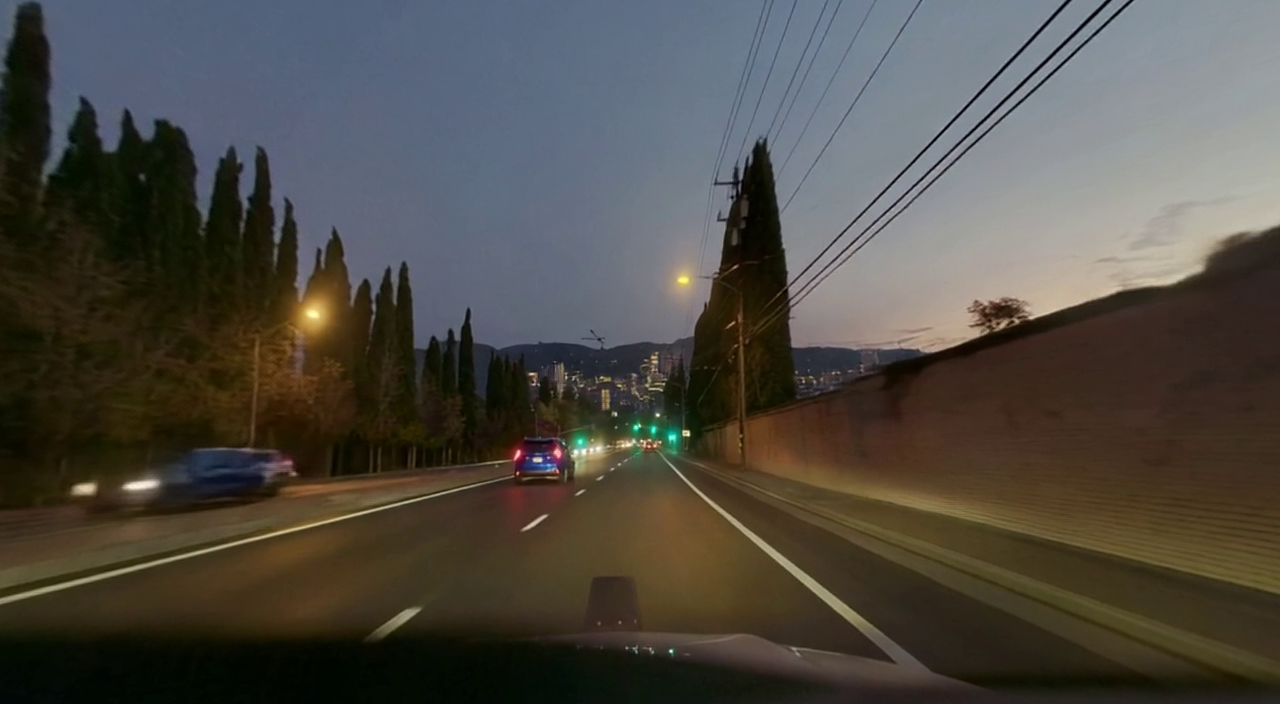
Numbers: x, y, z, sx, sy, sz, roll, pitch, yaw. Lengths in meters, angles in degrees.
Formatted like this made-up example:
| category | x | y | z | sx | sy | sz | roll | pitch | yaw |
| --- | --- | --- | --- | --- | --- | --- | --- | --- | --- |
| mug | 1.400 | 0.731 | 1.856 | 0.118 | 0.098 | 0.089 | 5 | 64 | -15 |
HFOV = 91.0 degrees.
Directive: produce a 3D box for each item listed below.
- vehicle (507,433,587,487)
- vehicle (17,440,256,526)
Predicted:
| category | x | y | z | sx | sy | sz | roll | pitch | yaw |
| --- | --- | --- | --- | --- | --- | --- | --- | --- | --- |
| vehicle | -3.259 | 3.904 | 23.085 | 2.147 | 1.730 | 4.555 | 0 | -8 | 1 |
| vehicle | -11.740 | 3.026 | 15.231 | 2.006 | 1.731 | 4.512 | 0 | -8 | 0 |
